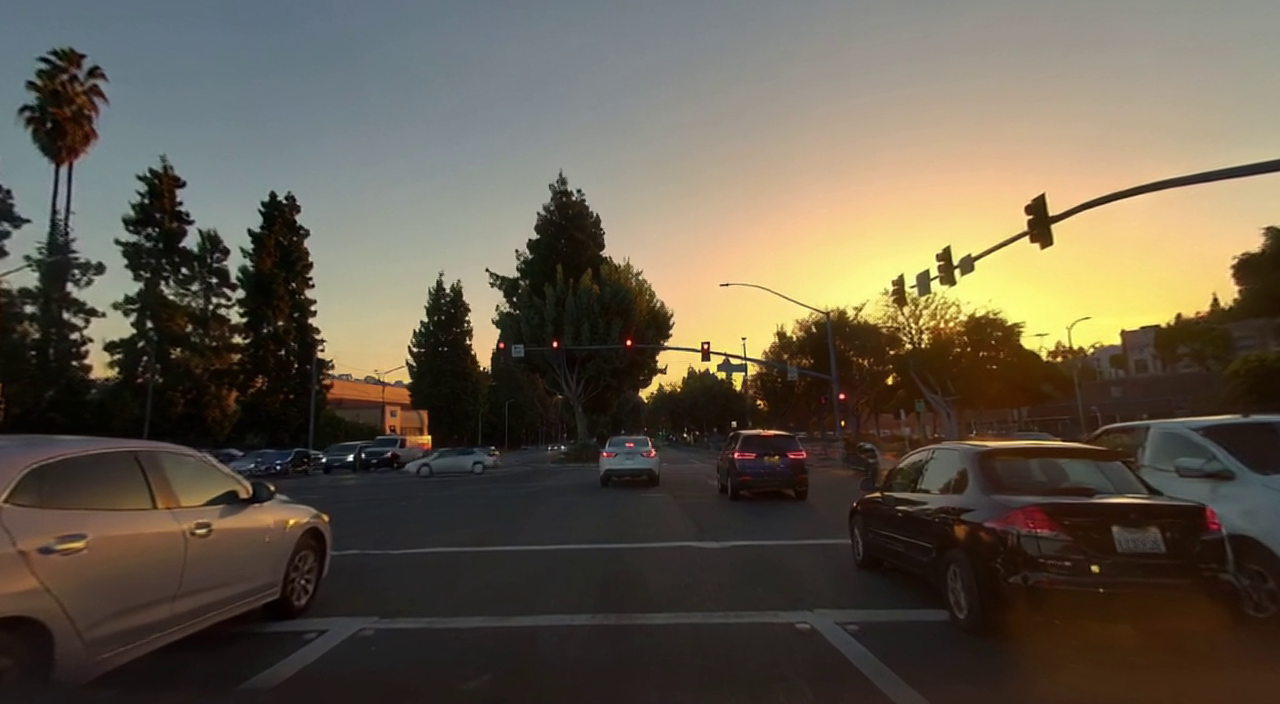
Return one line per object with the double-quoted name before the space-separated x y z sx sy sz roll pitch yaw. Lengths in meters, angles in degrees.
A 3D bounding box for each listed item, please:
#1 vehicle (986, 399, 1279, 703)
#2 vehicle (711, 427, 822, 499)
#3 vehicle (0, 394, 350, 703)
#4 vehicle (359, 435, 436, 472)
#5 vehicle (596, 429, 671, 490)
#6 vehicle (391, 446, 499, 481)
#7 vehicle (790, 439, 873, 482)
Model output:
"vehicle" 3.088 0.826 1.637 1.960 1.460 4.233 0 -8 0
"vehicle" 3.278 2.972 17.281 2.097 1.707 4.461 0 -8 0
"vehicle" -3.564 1.042 3.345 1.941 1.492 4.399 0 -8 0
"vehicle" -13.971 5.868 36.699 2.196 1.961 5.359 0 -8 2
"vehicle" -0.173 3.443 20.470 2.215 1.749 3.976 0 -8 1
"vehicle" -8.197 4.708 26.820 4.094 1.328 1.700 0 -8 -5
"vehicle" 6.813 3.887 22.882 1.847 1.432 4.039 0 -8 1
